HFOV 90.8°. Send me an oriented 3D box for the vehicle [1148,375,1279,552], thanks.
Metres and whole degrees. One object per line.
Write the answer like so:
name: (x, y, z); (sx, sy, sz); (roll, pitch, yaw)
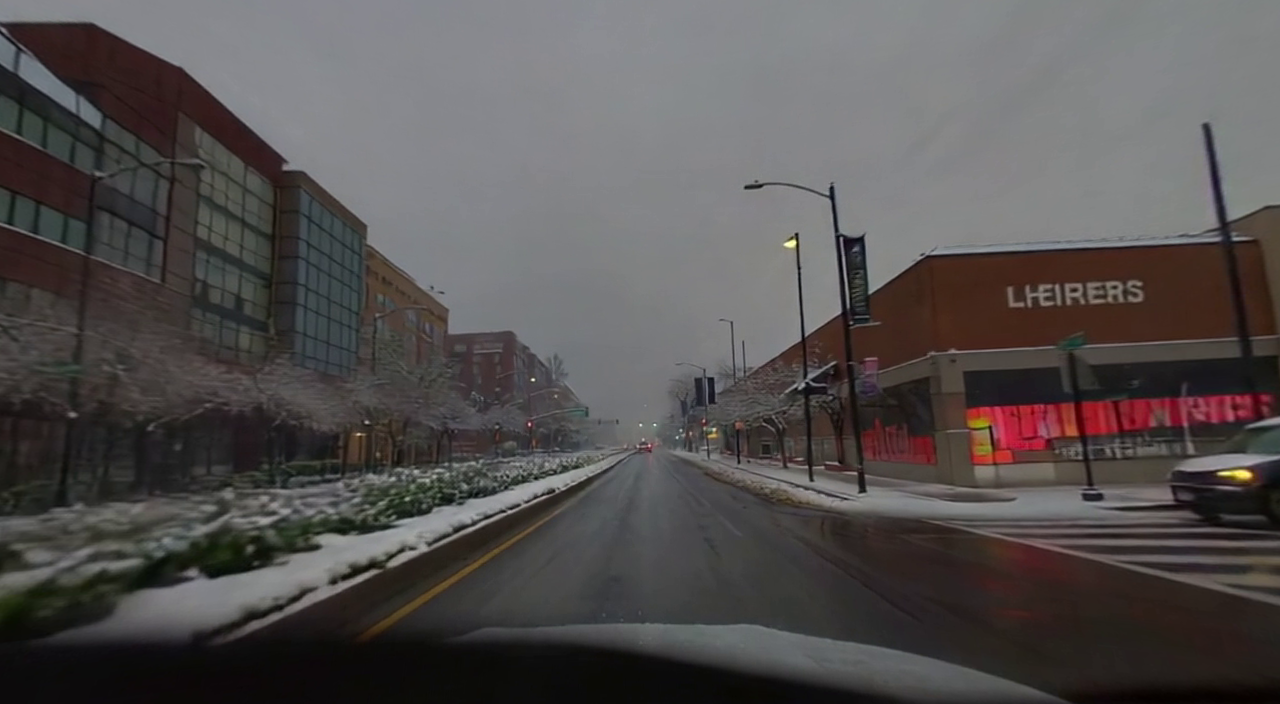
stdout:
vehicle: (9.145, 1.229, 7.102); (4.694, 1.826, 2.226); (-2, -9, 11)
